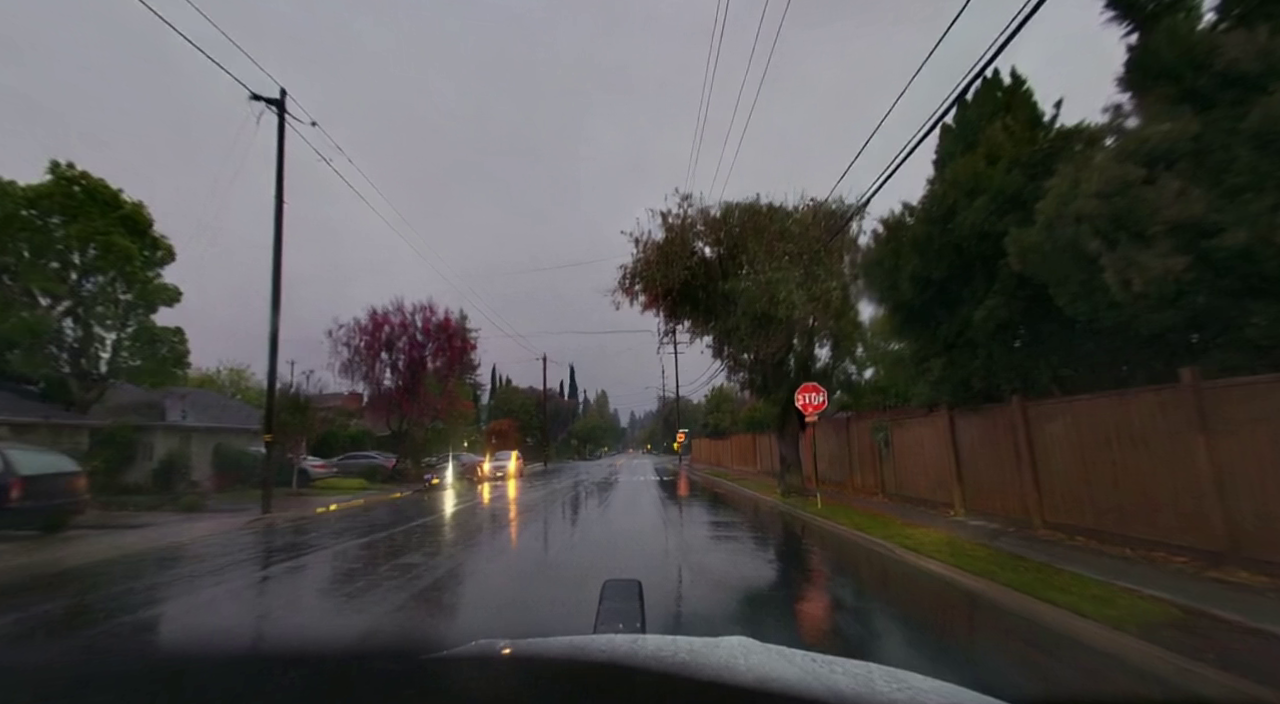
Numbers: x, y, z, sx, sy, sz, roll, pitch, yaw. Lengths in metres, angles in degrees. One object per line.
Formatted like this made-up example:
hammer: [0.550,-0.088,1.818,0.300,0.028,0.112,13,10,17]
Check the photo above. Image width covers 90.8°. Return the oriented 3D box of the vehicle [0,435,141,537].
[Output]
vehicle: [-13.677,2.649,12.757,5.034,1.887,2.245,2,-9,-12]

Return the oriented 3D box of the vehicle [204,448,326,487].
vehicle: [-17.984,5.522,30.541,4.539,1.737,2.098,2,-9,-13]

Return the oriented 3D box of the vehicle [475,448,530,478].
vehicle: [-8.480,6.875,39.393,2.047,1.679,3.948,-1,-9,9]

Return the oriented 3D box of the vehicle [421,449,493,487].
vehicle: [-8.589,5.436,29.993,1.950,1.627,4.027,-1,-9,4]

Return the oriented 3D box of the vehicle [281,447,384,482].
vehicle: [-16.261,5.957,33.656,4.364,1.802,2.122,1,-9,-7]
